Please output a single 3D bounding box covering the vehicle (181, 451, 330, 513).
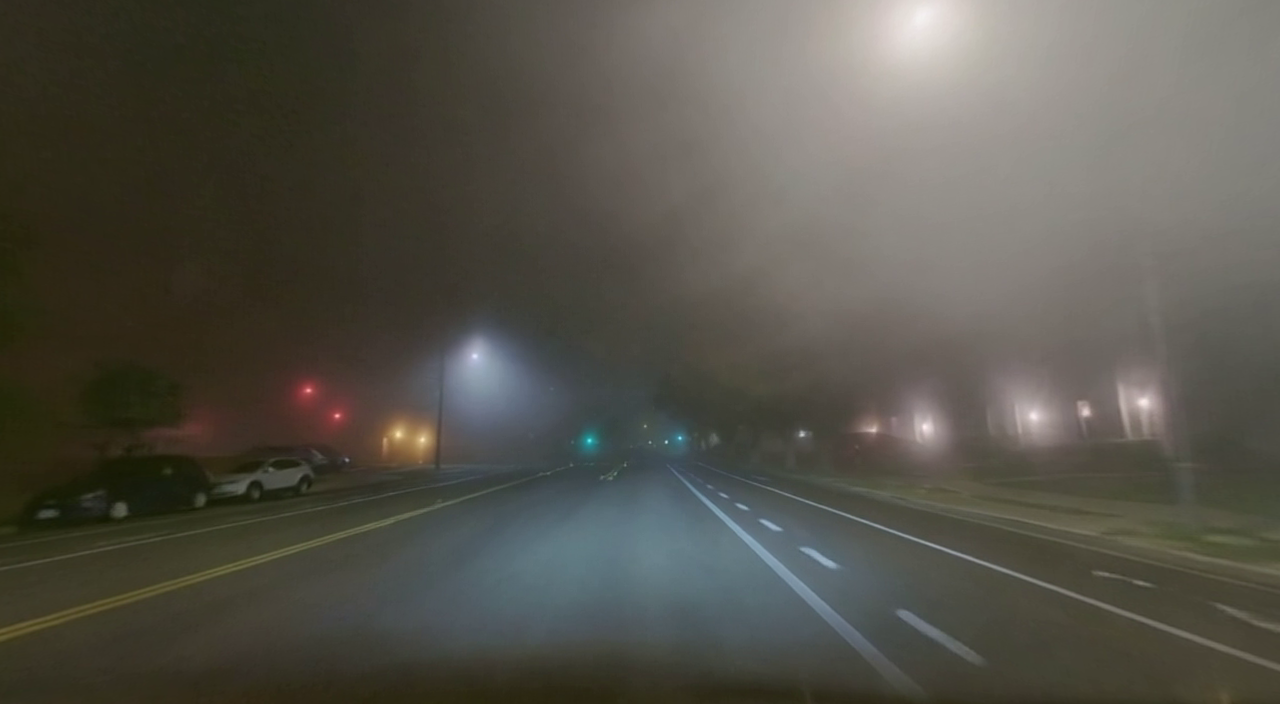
[{"bbox_3d":[-11.745,3.937,19.668,1.888,1.439,4.351,-2,-6,1],"label":"vehicle"}]

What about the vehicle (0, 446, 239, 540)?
[{"bbox_3d":[-11.814,3.067,14.515,2.023,1.629,4.822,-2,-7,-1],"label":"vehicle"}]

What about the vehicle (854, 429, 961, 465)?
[{"bbox_3d":[14.075,5.015,33.433,4.907,1.693,2.081,0,-7,13],"label":"vehicle"}]
